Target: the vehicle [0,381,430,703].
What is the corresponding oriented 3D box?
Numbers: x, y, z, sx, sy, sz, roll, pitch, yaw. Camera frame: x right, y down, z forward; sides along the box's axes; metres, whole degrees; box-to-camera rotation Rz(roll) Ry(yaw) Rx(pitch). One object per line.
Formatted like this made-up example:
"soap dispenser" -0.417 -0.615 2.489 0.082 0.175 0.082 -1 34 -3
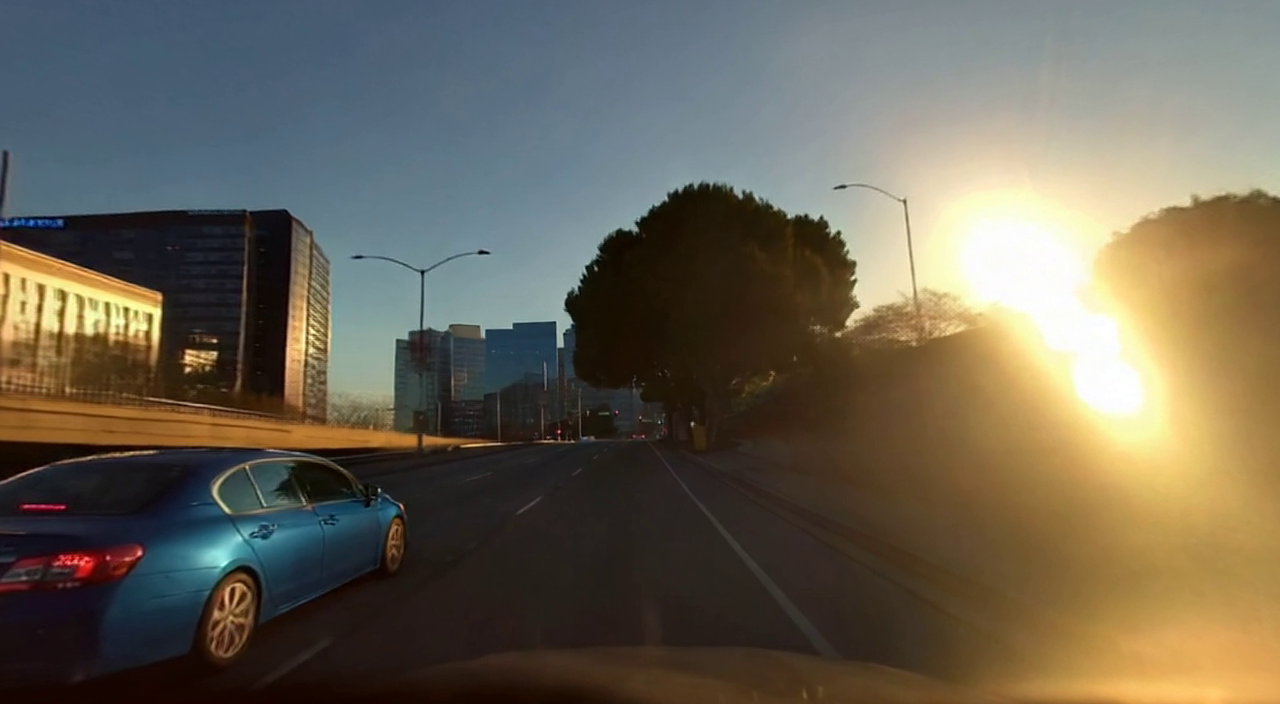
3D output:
"vehicle" -3.071 1.118 3.877 2.041 1.470 4.290 0 -9 1
